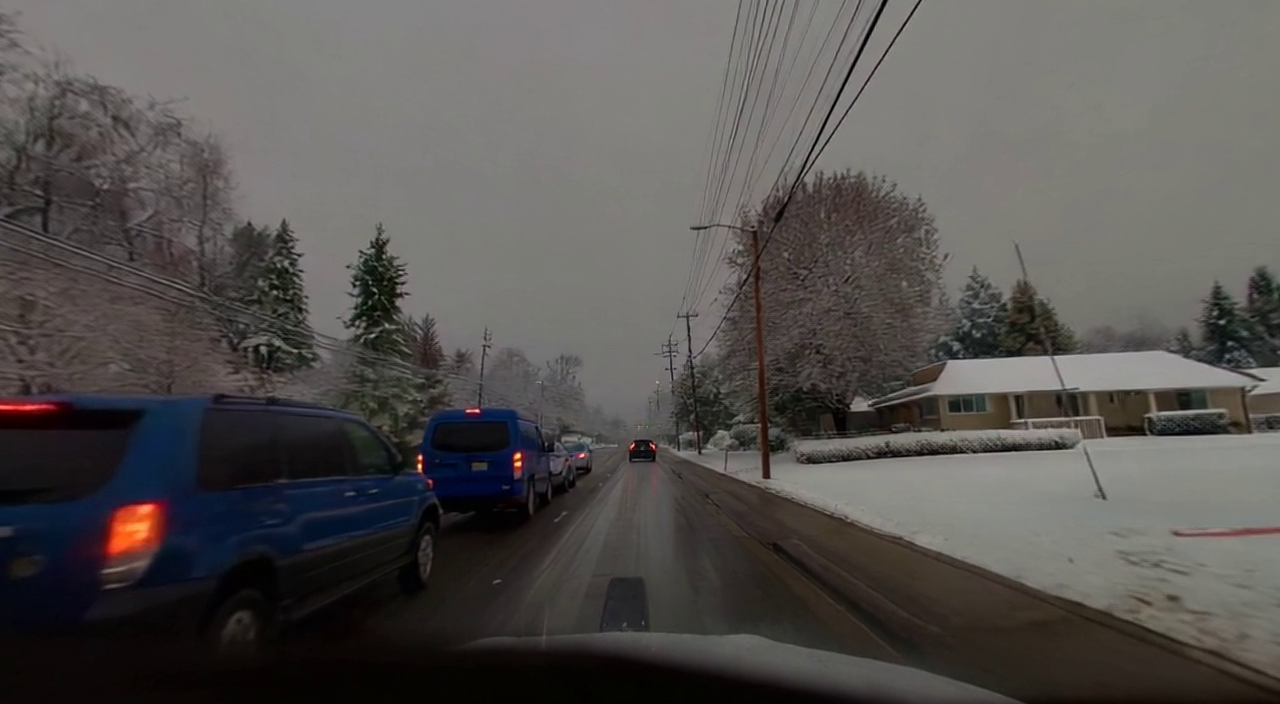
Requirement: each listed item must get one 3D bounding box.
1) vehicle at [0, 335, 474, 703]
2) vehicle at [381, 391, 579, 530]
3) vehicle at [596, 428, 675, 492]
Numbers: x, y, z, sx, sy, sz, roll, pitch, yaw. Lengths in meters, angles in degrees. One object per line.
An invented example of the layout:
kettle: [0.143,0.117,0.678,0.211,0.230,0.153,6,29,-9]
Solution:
vehicle: [-2.842,1.106,4.333,2.105,1.709,4.251,0,-9,2]
vehicle: [-2.799,2.127,12.796,2.411,2.185,5.544,0,-9,2]
vehicle: [-0.124,3.232,19.081,2.120,1.718,3.909,0,-9,0]
